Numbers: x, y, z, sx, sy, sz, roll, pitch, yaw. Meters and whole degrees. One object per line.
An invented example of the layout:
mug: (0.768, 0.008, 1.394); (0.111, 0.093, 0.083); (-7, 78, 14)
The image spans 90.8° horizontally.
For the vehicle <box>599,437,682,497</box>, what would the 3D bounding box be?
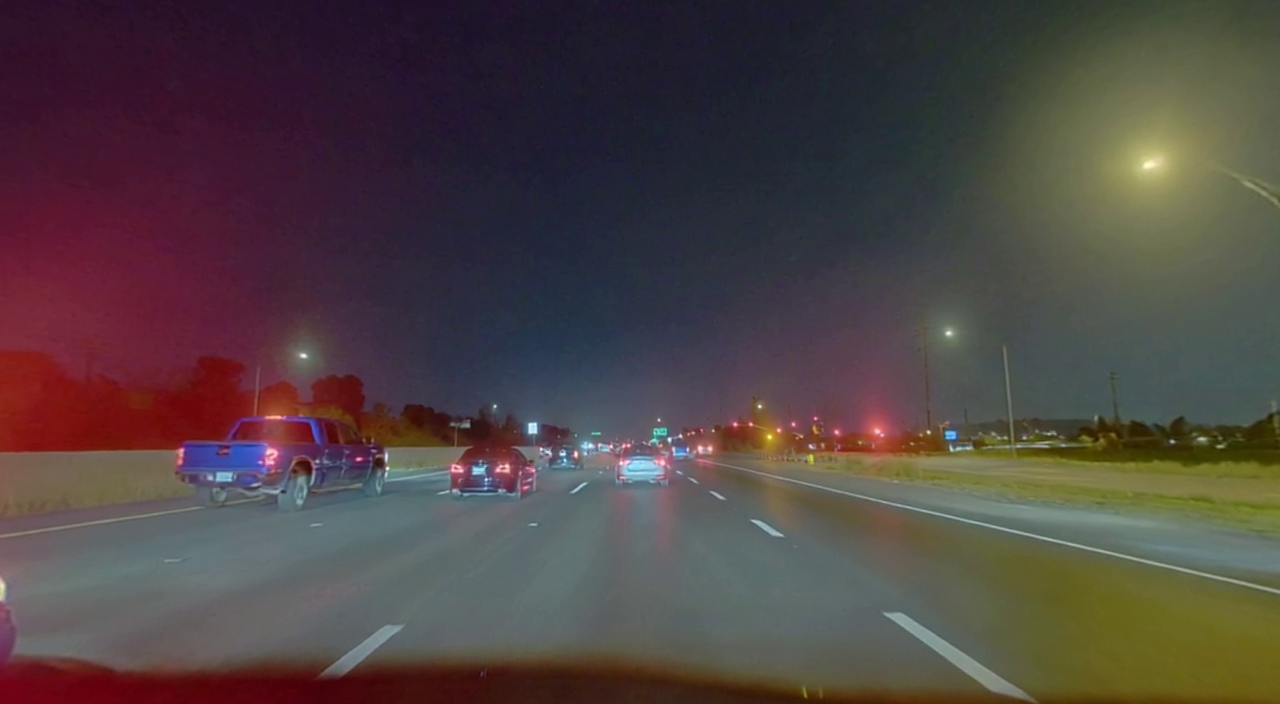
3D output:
vehicle: (-0.023, 3.264, 18.365); (2.102, 1.499, 4.439); (0, -8, -1)

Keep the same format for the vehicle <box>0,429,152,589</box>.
vehicle: (-6.876, 1.363, 5.227); (1.900, 1.461, 4.706); (0, -8, 0)

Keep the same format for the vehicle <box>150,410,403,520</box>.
vehicle: (-7.500, 2.415, 14.040); (2.194, 1.922, 5.637); (0, -8, 1)

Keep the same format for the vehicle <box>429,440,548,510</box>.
vehicle: (-3.478, 2.874, 15.328); (1.899, 1.437, 4.131); (0, -8, 0)
